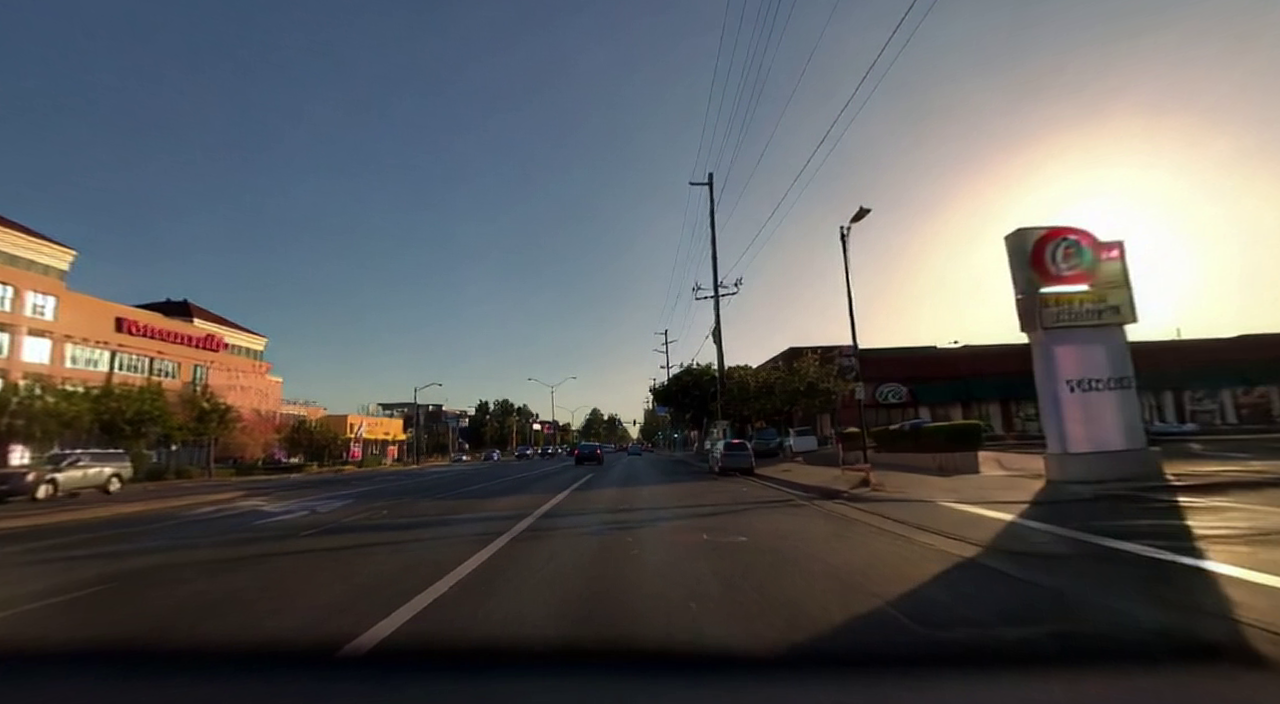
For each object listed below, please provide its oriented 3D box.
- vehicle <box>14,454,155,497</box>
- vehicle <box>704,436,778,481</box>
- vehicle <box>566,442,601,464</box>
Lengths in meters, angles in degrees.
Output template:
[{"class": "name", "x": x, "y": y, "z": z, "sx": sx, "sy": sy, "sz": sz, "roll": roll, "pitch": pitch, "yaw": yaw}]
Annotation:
[{"class": "vehicle", "x": -26.481, "y": 5.811, "z": 30.243, "sx": 2.239, "sy": 1.802, "sz": 4.652, "roll": -8, "pitch": -11, "yaw": 41}, {"class": "vehicle", "x": 3.694, "y": 3.992, "z": 23.995, "sx": 1.922, "sy": 1.507, "sz": 4.824, "roll": 0, "pitch": -9, "yaw": -1}, {"class": "vehicle", "x": -4.075, "y": 7.367, "z": 46.191, "sx": 2.179, "sy": 1.490, "sz": 4.742, "roll": 0, "pitch": -9, "yaw": 0}]
